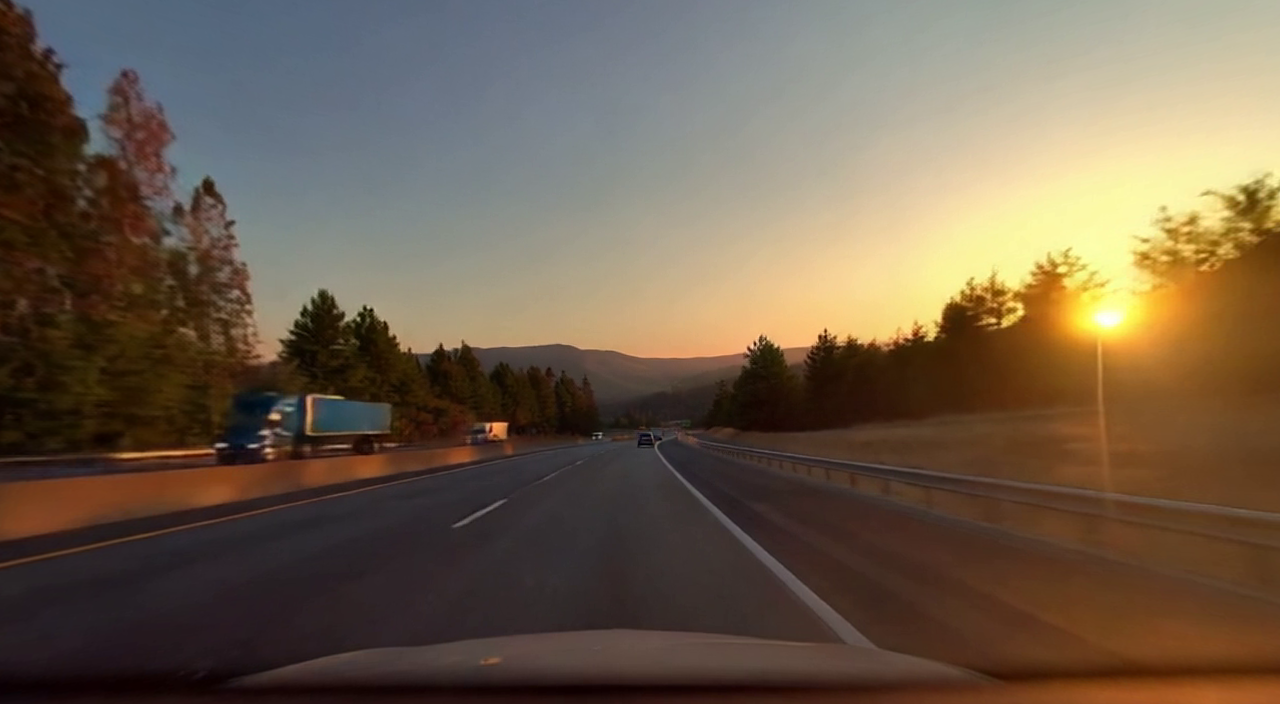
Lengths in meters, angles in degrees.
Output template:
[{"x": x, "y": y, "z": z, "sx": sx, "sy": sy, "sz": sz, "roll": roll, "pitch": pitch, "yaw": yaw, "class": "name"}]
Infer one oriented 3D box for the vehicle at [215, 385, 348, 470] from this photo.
[{"x": -17.394, "y": 3.759, "z": 31.151, "sx": 2.927, "sy": 3.744, "sz": 6.014, "roll": 0, "pitch": -8, "yaw": 0, "class": "vehicle"}]
